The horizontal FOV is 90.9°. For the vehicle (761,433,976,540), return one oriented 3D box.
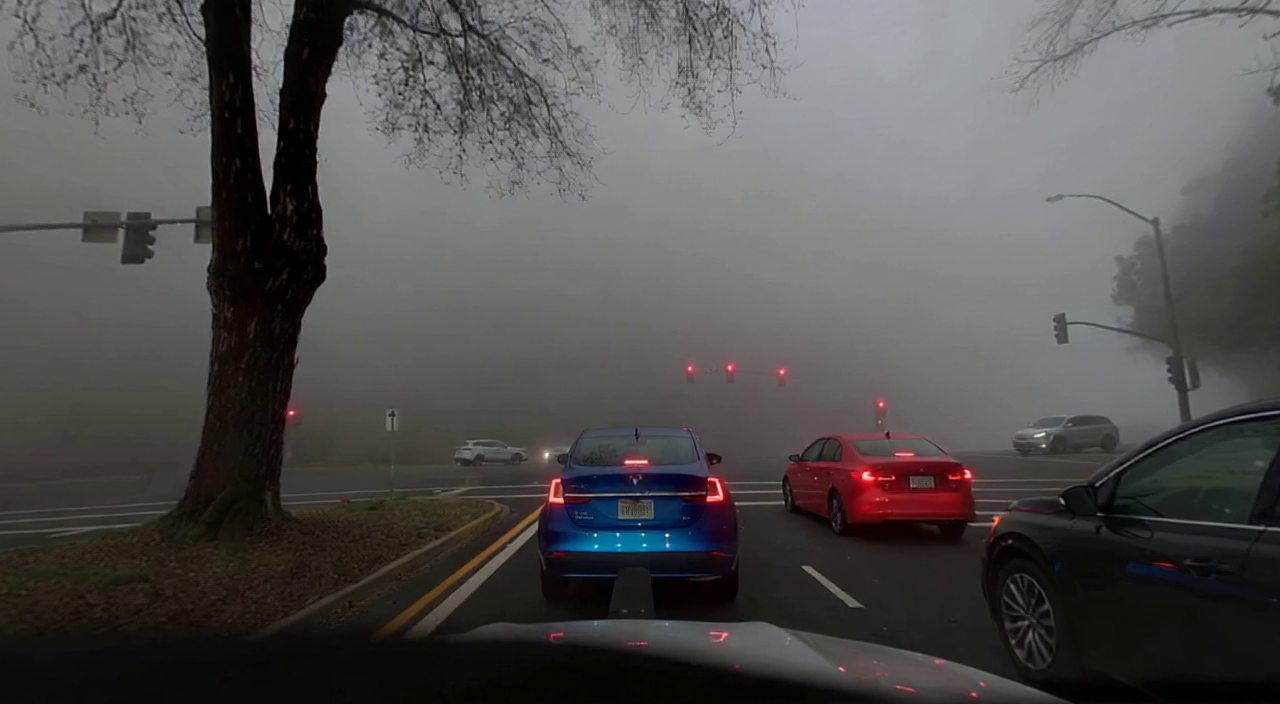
[{"bbox_3d":[3.689,2.258,11.299,2.054,1.482,4.654,0,-9,-1],"label":"vehicle"}]

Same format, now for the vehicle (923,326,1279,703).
[{"bbox_3d":[3.718,0.937,3.422,2.162,1.829,4.519,0,-9,-1],"label":"vehicle"}]

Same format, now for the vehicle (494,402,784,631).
[{"bbox_3d":[-0.020,1.470,6.506,2.074,1.631,3.793,0,-9,0],"label":"vehicle"}]
